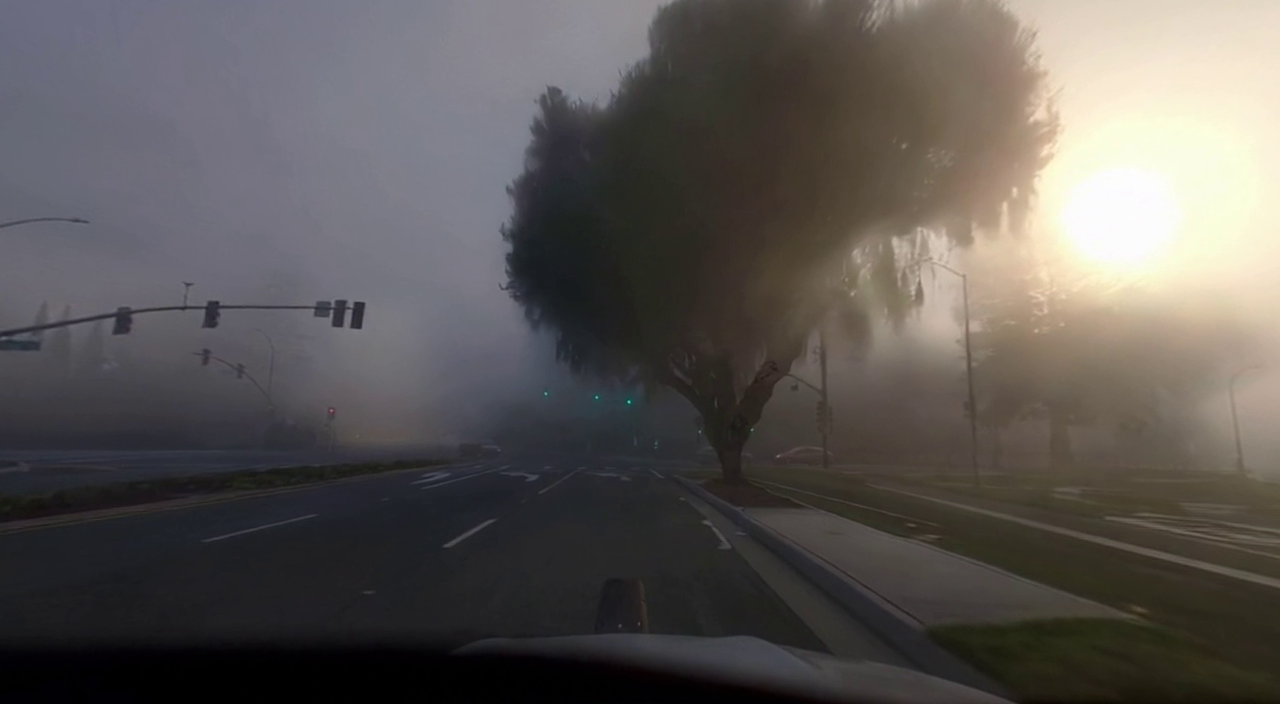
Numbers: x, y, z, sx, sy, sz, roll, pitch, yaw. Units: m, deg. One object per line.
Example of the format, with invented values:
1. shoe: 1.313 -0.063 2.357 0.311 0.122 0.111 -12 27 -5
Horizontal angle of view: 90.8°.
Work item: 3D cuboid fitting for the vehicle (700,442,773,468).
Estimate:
1. vehicle: 6.680 7.131 43.883 4.605 1.665 1.888 2 -9 -12
